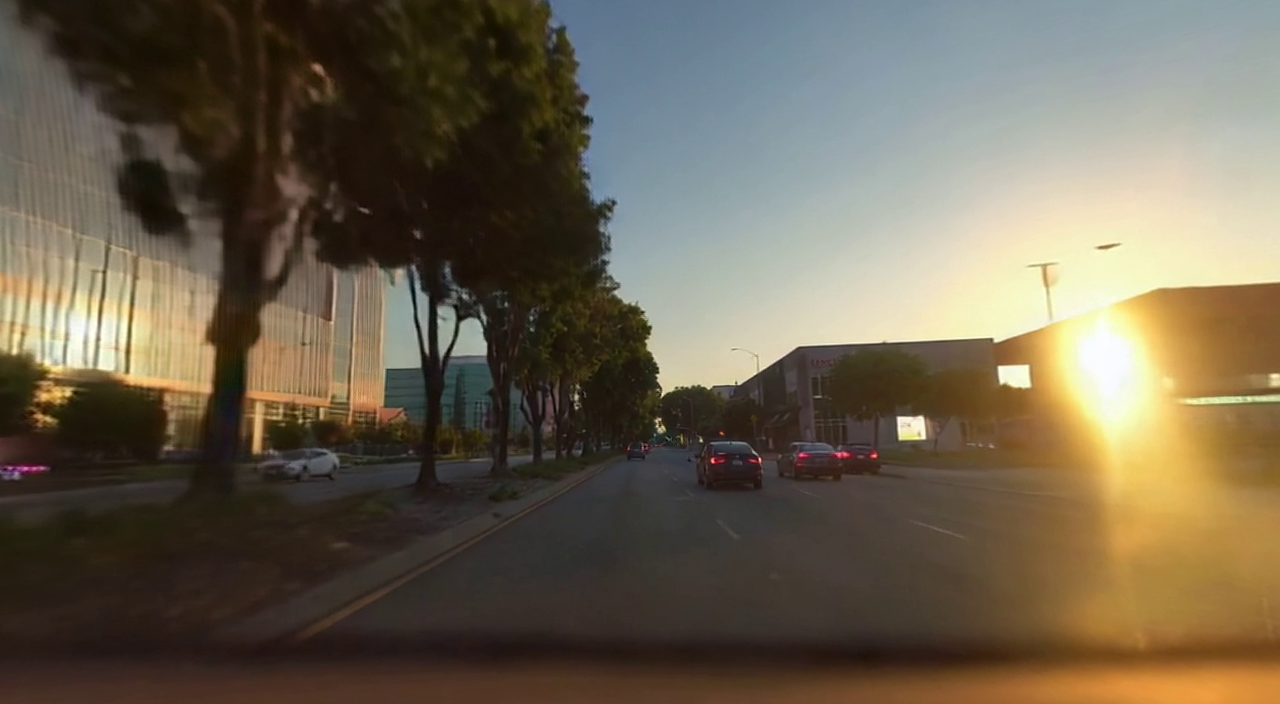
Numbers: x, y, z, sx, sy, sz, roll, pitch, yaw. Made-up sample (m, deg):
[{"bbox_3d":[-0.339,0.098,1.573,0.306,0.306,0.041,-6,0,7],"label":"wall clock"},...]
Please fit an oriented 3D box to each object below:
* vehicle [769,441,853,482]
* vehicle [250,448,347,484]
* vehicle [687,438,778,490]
[{"bbox_3d":[6.449,4.163,24.340,1.912,1.411,4.380,0,-9,-1],"label":"vehicle"},{"bbox_3d":[-16.614,5.549,31.072,2.031,1.607,4.759,0,-9,1],"label":"vehicle"},{"bbox_3d":[2.854,3.594,20.594,2.131,1.491,4.496,0,-9,-2],"label":"vehicle"}]
